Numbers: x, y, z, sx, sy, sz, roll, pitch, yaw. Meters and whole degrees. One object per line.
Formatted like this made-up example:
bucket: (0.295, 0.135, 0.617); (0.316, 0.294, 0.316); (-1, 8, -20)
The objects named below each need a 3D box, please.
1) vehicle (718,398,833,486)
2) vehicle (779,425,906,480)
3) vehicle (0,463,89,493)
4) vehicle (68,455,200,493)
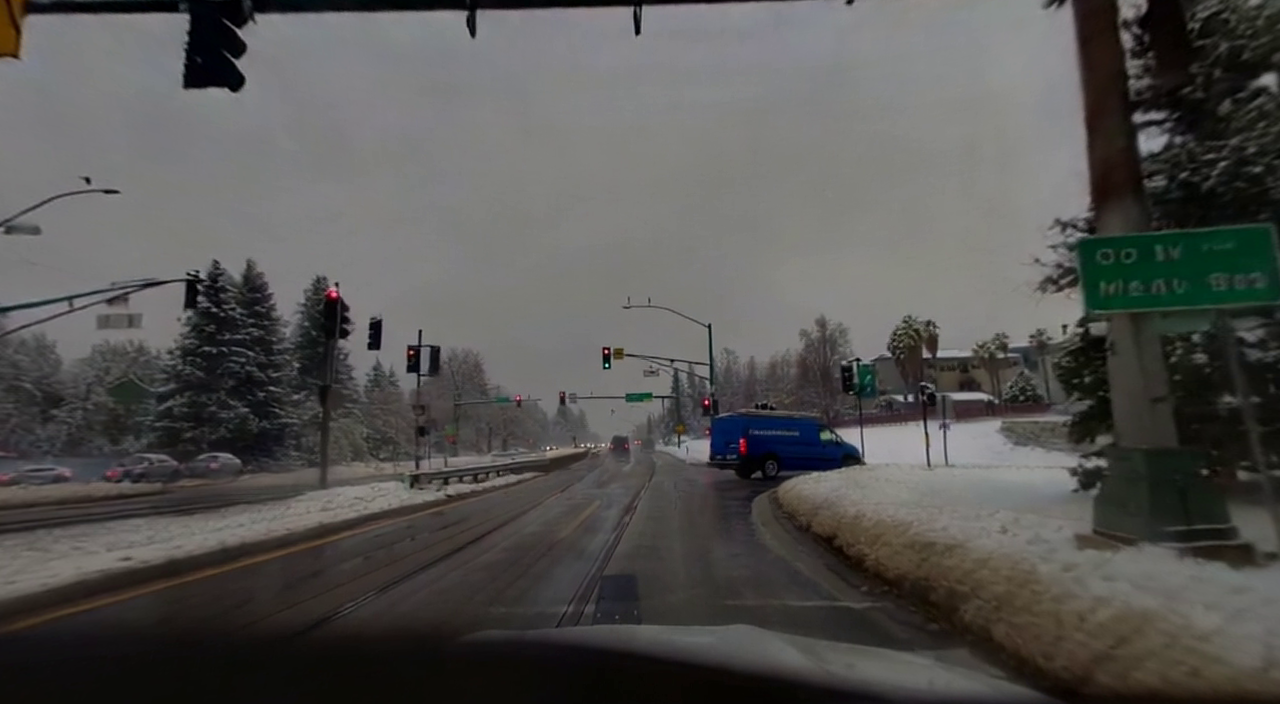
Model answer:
vehicle: (5.224, 3.440, 24.138); (2.606, 3.020, 4.180); (-7, -11, 39)
vehicle: (9.019, 4.408, 27.843); (6.055, 2.140, 2.266); (7, -11, -38)
vehicle: (-32.741, 6.733, 33.928); (4.283, 1.497, 1.964); (0, -9, -2)
vehicle: (-22.184, 5.280, 27.725); (4.881, 1.477, 2.204); (-3, -9, 20)
